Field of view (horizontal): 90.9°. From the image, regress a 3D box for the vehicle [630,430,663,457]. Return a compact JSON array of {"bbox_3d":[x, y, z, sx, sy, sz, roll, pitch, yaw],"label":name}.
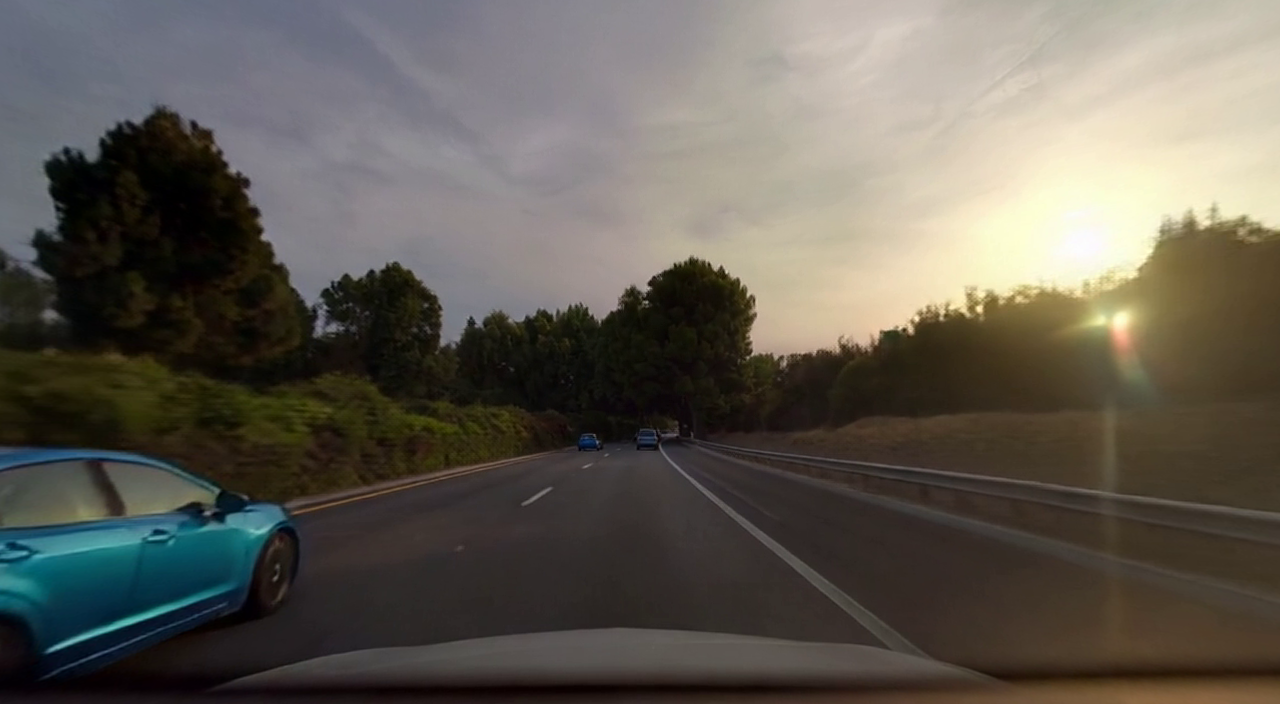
[{"bbox_3d":[0.390,5.953,41.044,2.041,1.618,3.898,0,-8,-1],"label":"vehicle"}]
